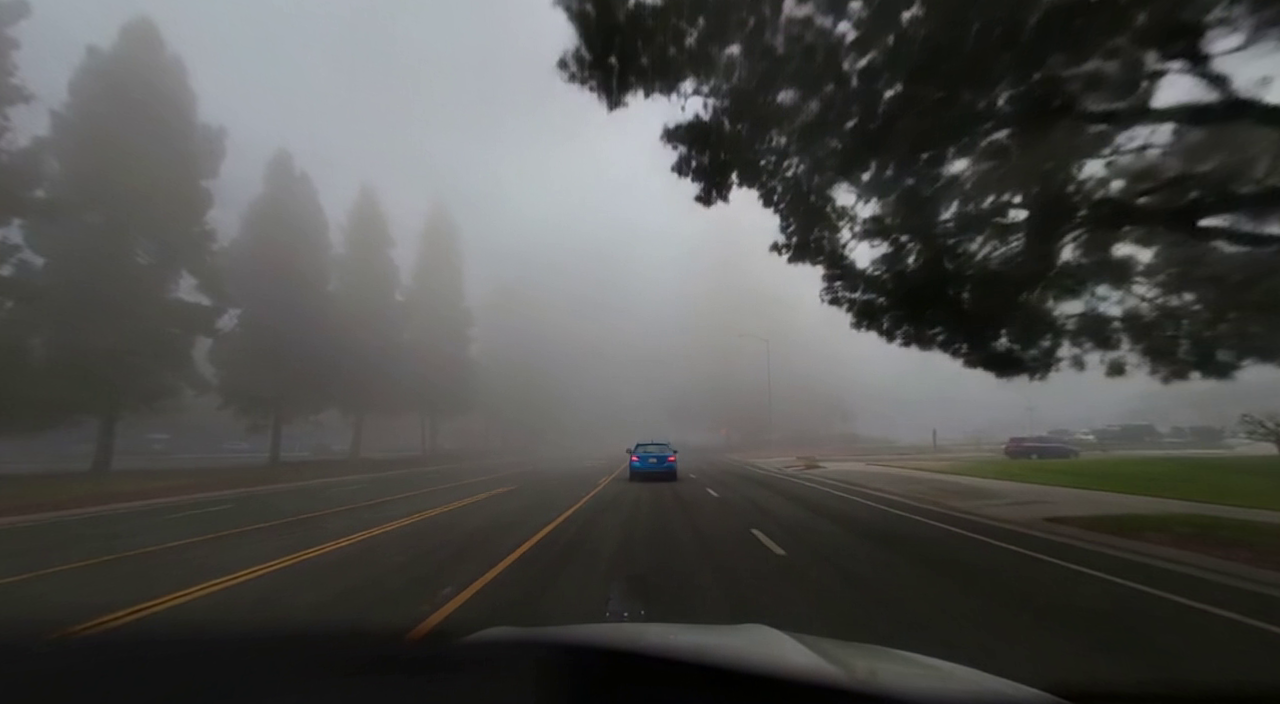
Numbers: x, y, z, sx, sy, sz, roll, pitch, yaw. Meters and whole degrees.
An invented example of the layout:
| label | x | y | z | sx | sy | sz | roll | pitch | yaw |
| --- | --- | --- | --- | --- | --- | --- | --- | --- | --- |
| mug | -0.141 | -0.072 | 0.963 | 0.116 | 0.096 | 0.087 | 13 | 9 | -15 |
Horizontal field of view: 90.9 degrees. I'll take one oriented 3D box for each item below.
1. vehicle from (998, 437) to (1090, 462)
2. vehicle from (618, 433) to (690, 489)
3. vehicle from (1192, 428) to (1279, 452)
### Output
| label | x | y | z | sx | sy | sz | roll | pitch | yaw |
| --- | --- | --- | --- | --- | --- | --- | --- | --- | --- |
| vehicle | 25.162 | 6.096 | 39.410 | 4.305 | 1.457 | 1.885 | -1 | -8 | 7 |
| vehicle | 0.404 | 3.319 | 19.497 | 2.010 | 1.535 | 3.735 | 0 | -8 | 0 |
| vehicle | 42.839 | 6.335 | 45.344 | 4.324 | 1.411 | 1.882 | -4 | -9 | 1 |
